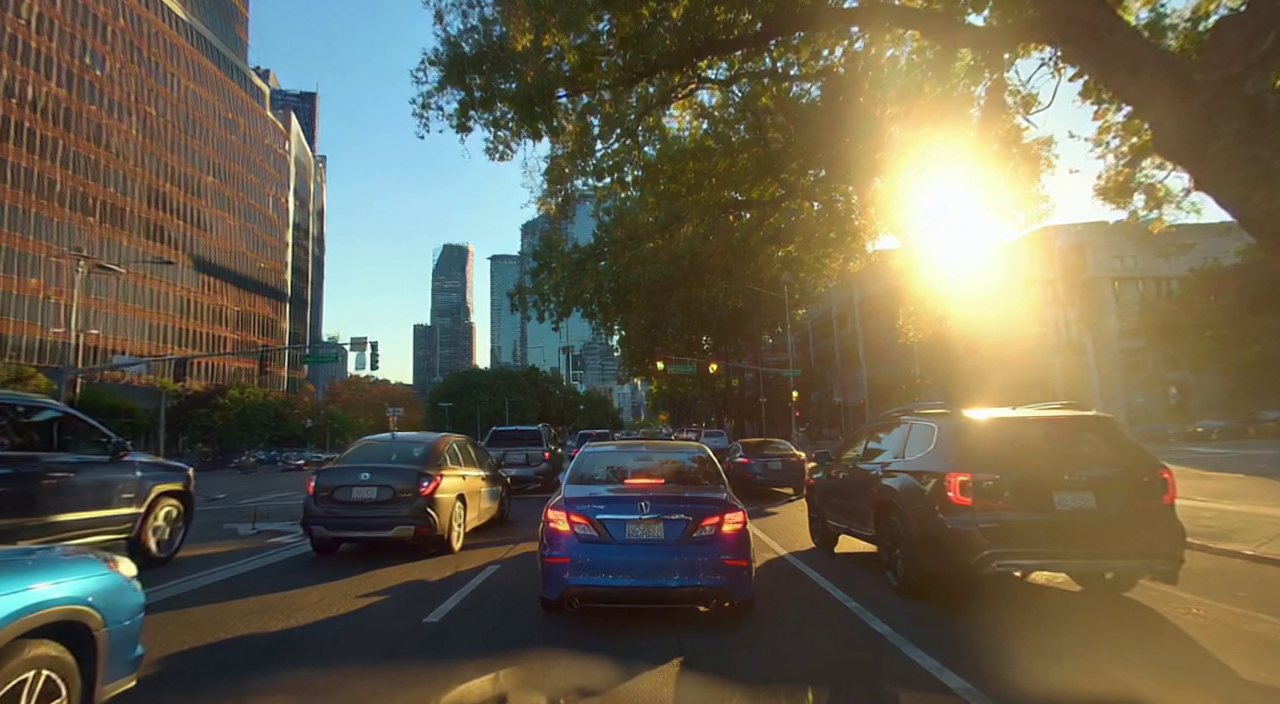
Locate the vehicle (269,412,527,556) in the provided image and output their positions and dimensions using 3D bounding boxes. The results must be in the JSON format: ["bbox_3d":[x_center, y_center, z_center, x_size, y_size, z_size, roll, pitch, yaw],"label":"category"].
[{"bbox_3d":[-3.353,1.946,9.992,2.168,1.719,4.561,-1,-9,1],"label":"vehicle"}]

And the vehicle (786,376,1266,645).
[{"bbox_3d":[3.108,1.382,6.479,2.108,1.785,4.334,0,-8,-1],"label":"vehicle"}]

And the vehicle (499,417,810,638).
[{"bbox_3d":[0.094,1.513,6.415,2.147,1.507,3.953,0,-8,0],"label":"vehicle"}]

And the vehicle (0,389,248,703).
[{"bbox_3d":[-3.386,0.750,1.258,2.144,1.505,4.635,-1,-9,1],"label":"vehicle"}]
